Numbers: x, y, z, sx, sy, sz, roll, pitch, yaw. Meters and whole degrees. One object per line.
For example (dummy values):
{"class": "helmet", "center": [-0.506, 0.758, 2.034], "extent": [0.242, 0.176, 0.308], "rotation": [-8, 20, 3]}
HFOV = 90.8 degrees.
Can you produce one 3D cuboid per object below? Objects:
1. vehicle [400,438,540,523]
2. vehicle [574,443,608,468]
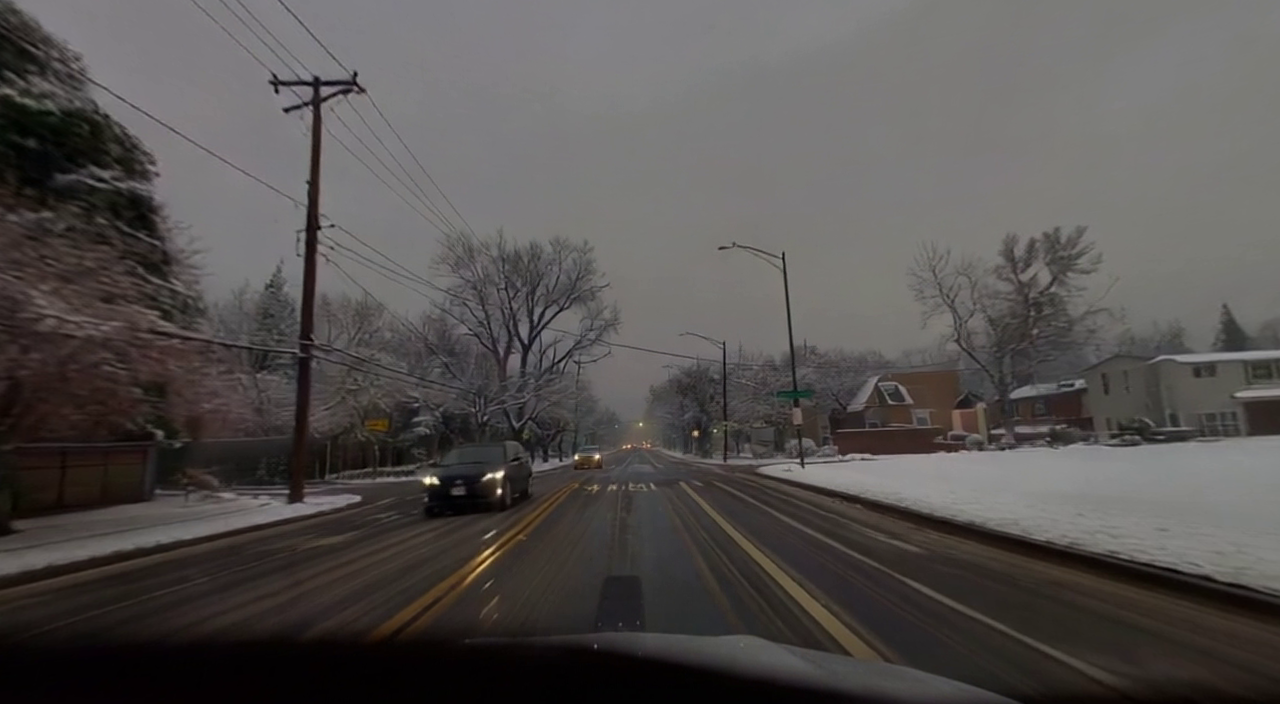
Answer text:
{"class": "vehicle", "center": [-3.578, 2.773, 14.179], "extent": [1.974, 1.604, 4.156], "rotation": [0, -9, 0]}
{"class": "vehicle", "center": [-3.649, 7.770, 47.699], "extent": [2.059, 1.743, 4.618], "rotation": [0, -9, 1]}
